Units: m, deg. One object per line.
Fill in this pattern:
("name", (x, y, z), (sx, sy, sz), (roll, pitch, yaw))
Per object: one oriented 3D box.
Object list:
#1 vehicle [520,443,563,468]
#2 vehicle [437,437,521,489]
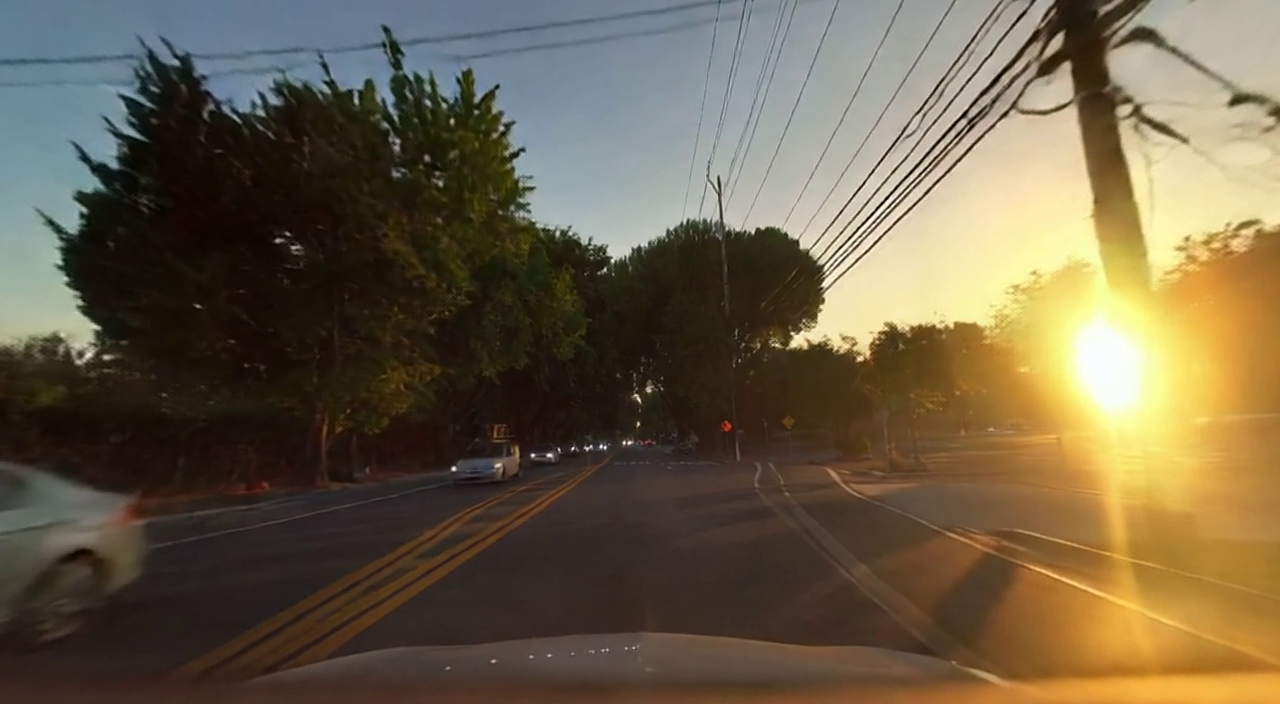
("vehicle", (-6.309, 6.669, 40.909), (2.043, 1.484, 4.532), (0, -9, 0))
("vehicle", (-5.509, 3.821, 22.124), (2.001, 1.616, 4.064), (0, -9, -2))
